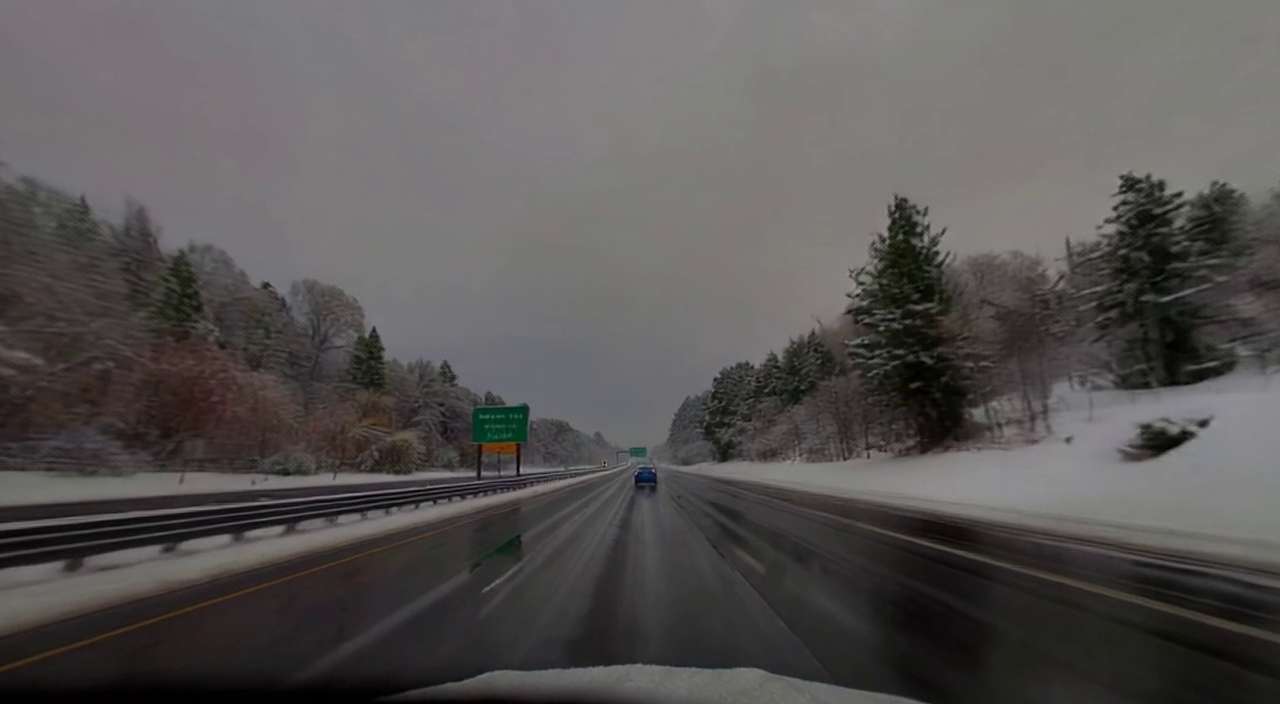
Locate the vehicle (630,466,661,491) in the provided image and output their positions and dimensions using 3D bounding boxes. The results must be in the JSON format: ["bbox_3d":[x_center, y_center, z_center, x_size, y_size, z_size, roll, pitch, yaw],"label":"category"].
[{"bbox_3d":[0.344,8.462,42.394,2.016,1.530,4.009,1,-10,0],"label":"vehicle"}]
